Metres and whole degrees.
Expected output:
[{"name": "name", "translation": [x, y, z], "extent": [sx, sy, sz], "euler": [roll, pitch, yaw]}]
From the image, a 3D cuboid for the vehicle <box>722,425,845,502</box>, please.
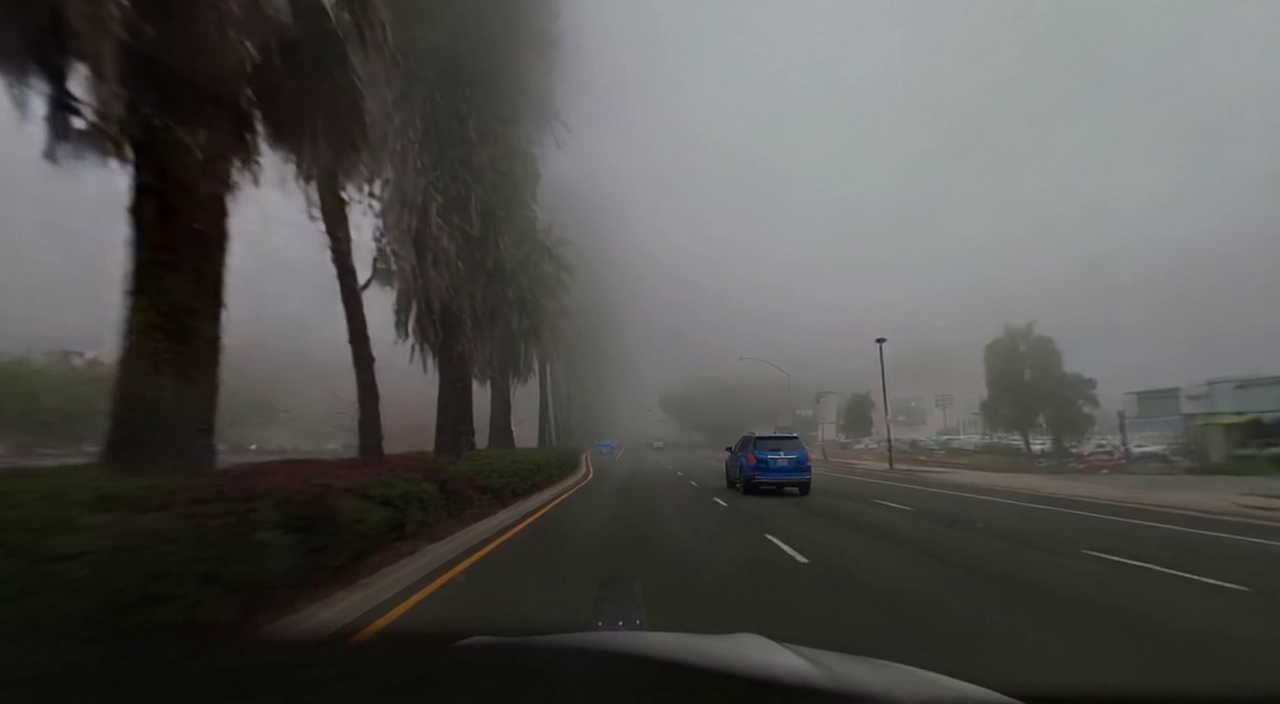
[{"name": "vehicle", "translation": [3.475, 2.801, 16.210], "extent": [2.072, 1.696, 4.177], "euler": [0, -8, -1]}]
